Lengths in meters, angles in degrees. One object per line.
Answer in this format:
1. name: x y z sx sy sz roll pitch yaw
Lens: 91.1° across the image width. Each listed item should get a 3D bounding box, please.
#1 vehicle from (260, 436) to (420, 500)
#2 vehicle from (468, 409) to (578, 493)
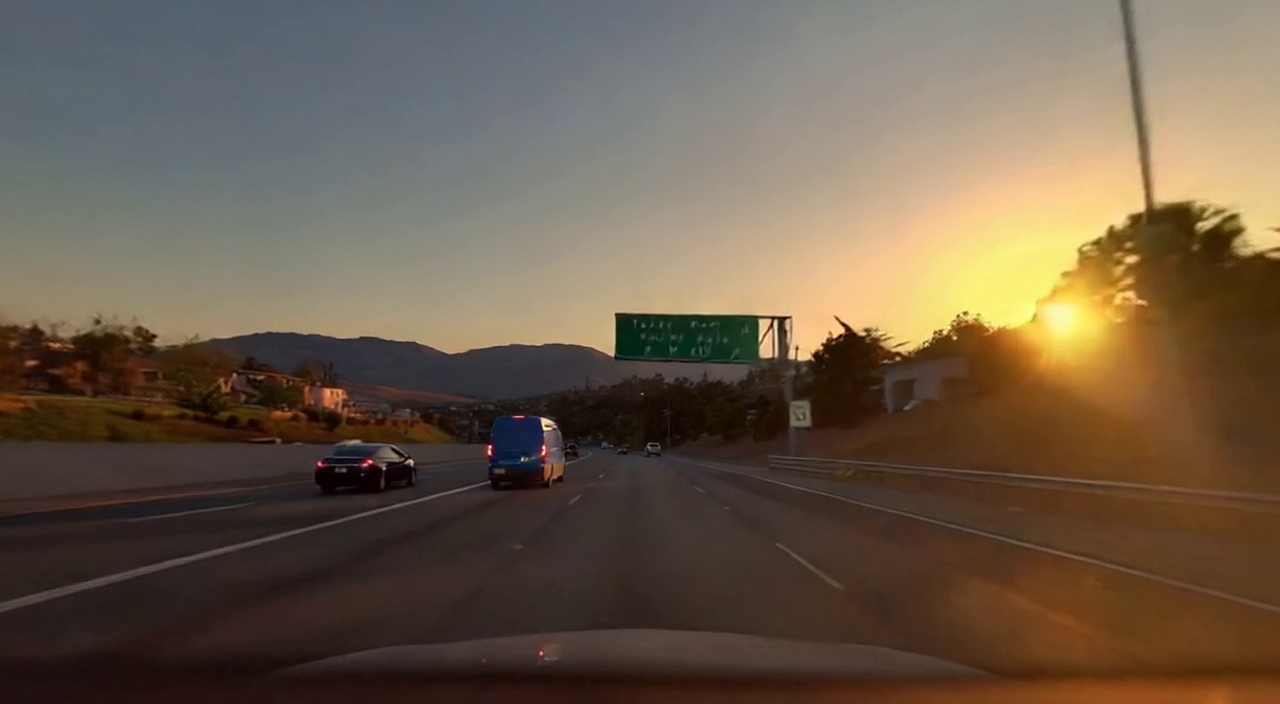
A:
1. vehicle: -7.938 3.103 17.262 1.987 1.490 4.781 0 -8 1
2. vehicle: -3.462 3.106 19.901 2.372 2.248 5.393 0 -8 1
